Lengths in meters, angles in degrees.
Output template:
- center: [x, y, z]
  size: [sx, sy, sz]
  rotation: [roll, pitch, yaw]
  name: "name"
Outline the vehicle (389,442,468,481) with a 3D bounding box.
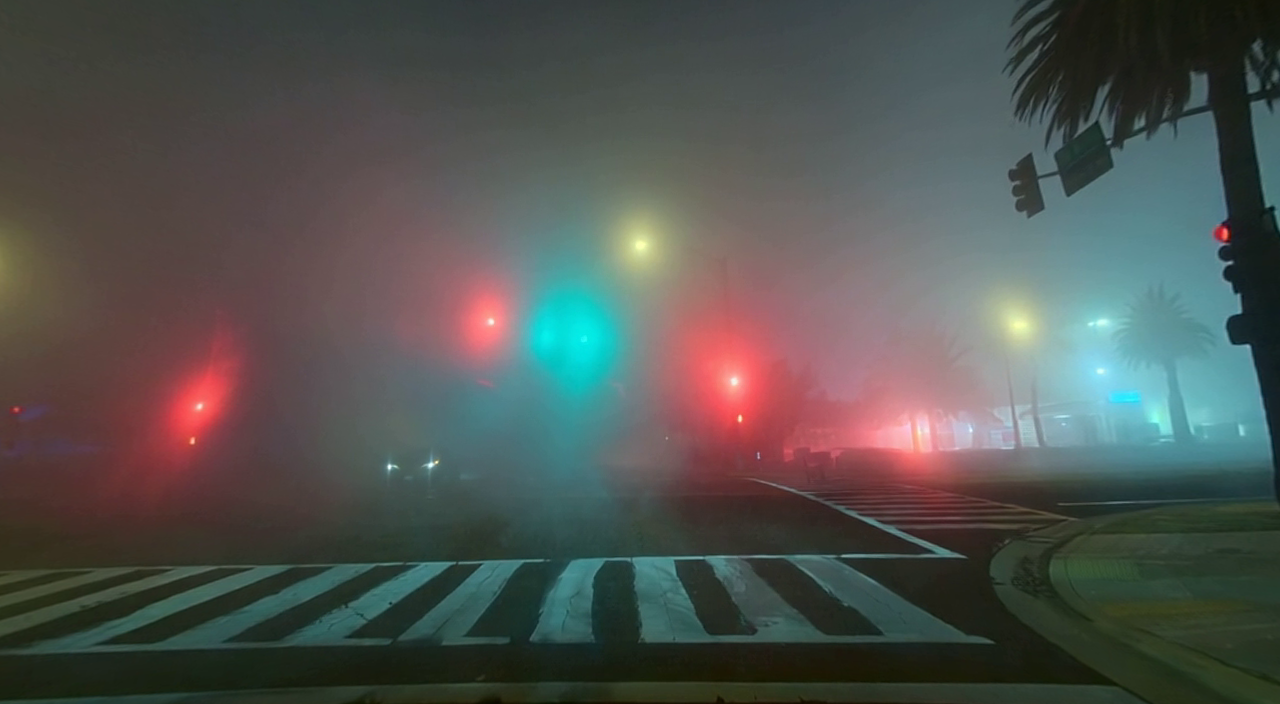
- center: [-10.739, 5.588, 32.367]
  size: [2.270, 1.833, 4.860]
  rotation: [0, -9, 1]
  name: "vehicle"
